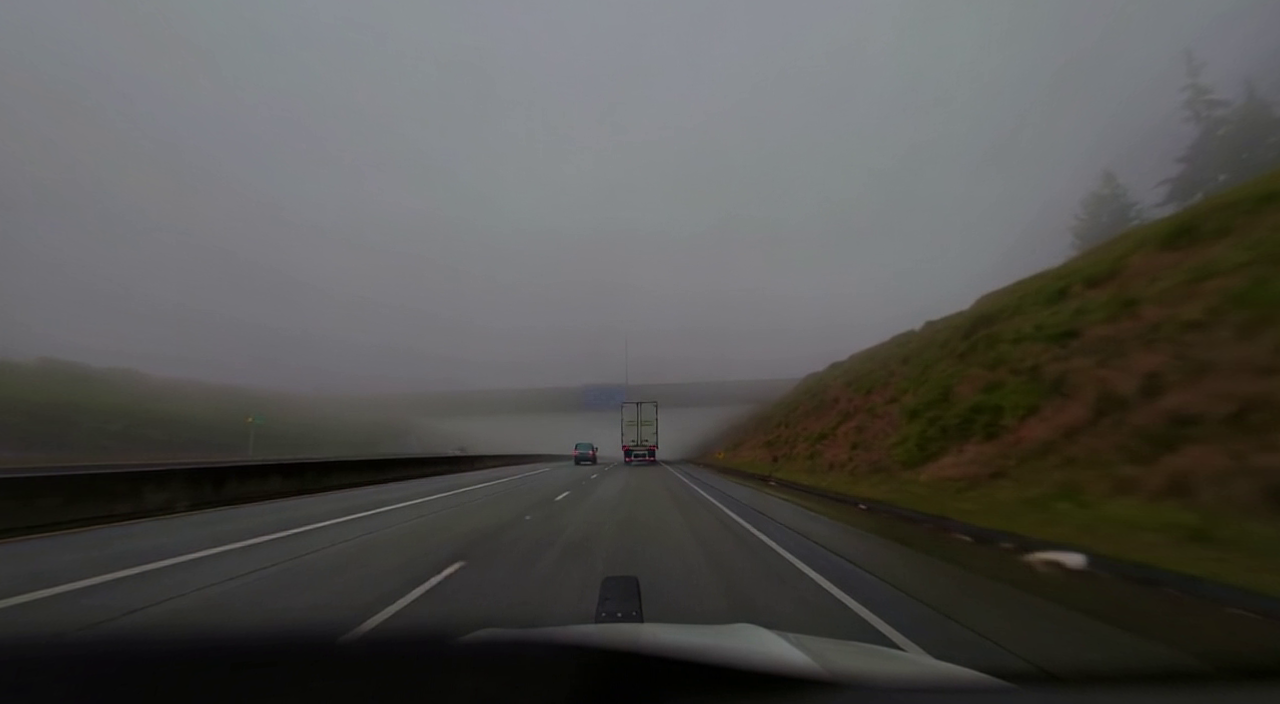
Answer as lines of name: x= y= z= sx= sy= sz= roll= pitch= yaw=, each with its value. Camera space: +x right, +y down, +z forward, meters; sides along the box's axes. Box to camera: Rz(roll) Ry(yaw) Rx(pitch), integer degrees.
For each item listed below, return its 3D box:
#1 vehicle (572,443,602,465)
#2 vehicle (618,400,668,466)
vehicle: x=-4.040 y=7.846 z=48.632 sx=2.005 sy=1.595 sz=4.253 roll=0 pitch=-9 yaw=-1
vehicle: x=0.105 y=5.874 z=44.445 sx=3.033 sy=3.985 sz=12.383 roll=0 pitch=-9 yaw=-1
